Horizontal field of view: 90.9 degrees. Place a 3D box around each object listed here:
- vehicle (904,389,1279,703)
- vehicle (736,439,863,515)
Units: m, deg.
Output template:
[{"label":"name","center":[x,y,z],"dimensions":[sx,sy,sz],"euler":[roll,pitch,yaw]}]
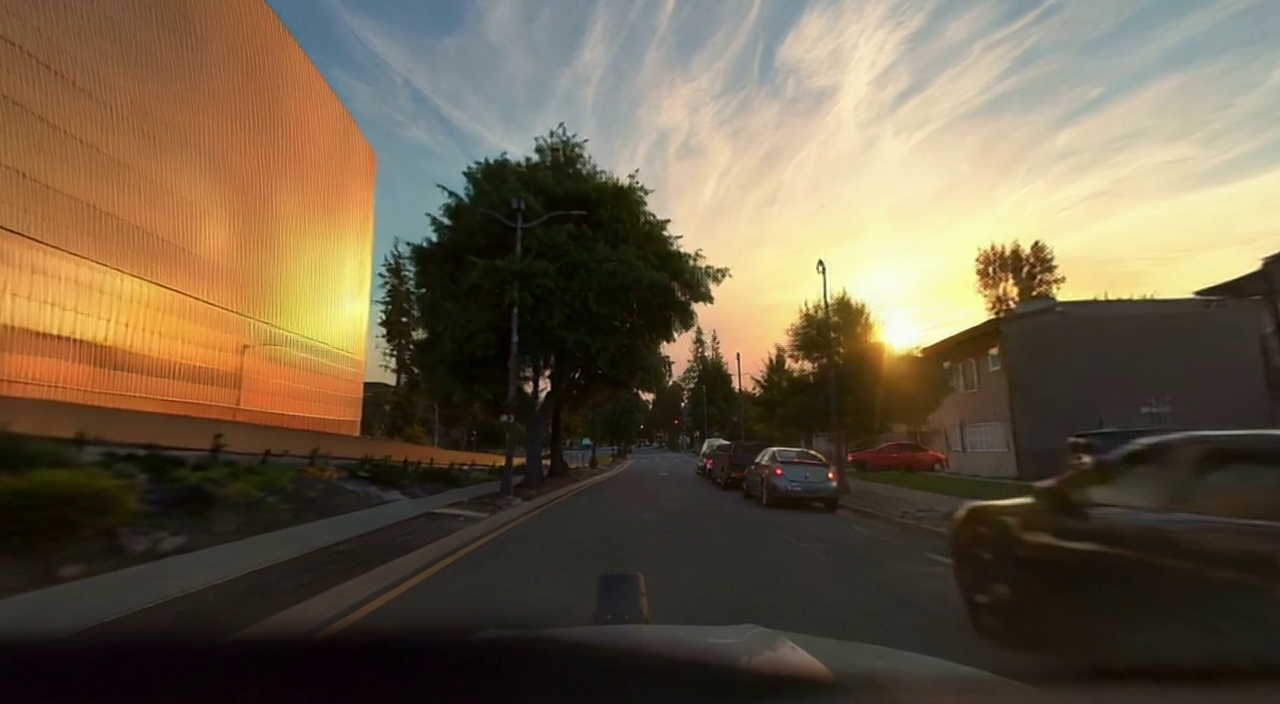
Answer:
[{"label":"vehicle","center":[3.200,0.966,2.802],"dimensions":[2.024,1.475,4.565],"euler":[0,-9,-1]},{"label":"vehicle","center":[3.434,2.763,14.475],"dimensions":[1.848,1.442,4.425],"euler":[-1,-9,2]}]
